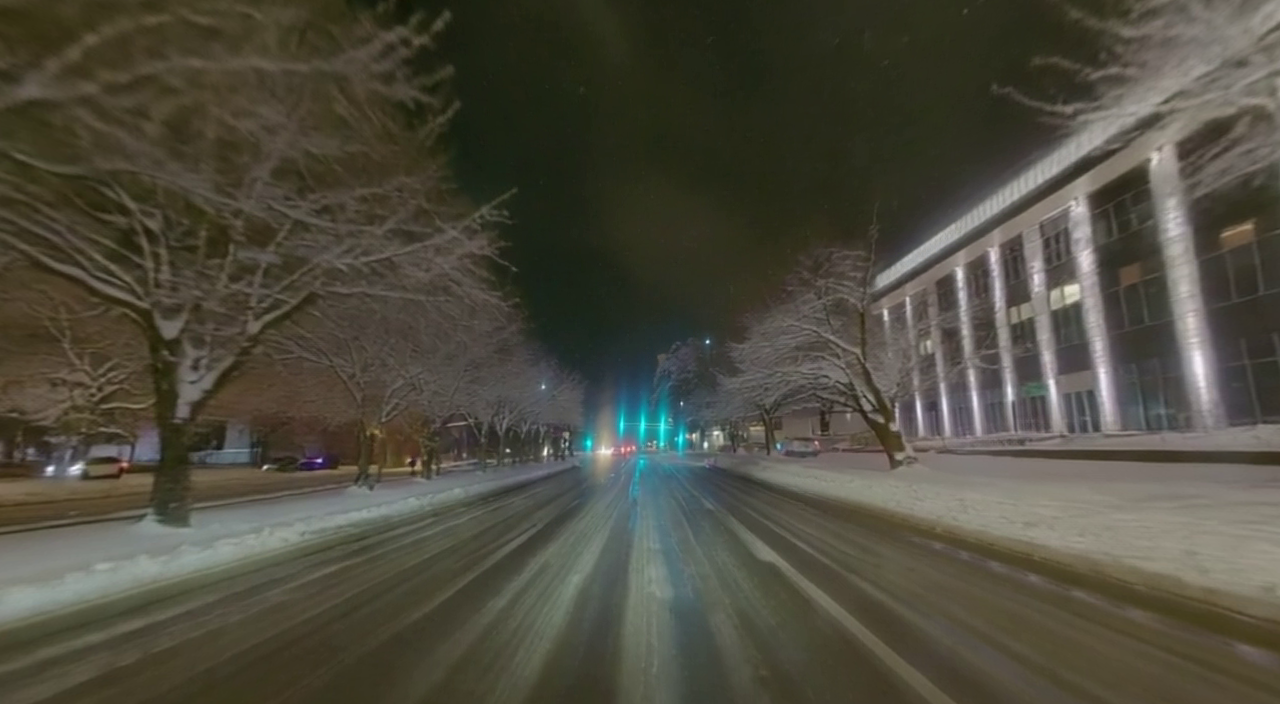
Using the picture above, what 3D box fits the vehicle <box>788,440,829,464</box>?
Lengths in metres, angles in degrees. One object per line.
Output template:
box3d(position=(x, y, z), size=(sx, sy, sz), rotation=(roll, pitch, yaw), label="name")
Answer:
box3d(position=(13.203, 7.864, 49.747), size=(2.028, 1.788, 5.064), rotation=(-1, -9, 2), label="vehicle")

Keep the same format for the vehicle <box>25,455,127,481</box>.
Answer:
box3d(position=(-35.914, 7.335, 40.193), size=(4.644, 1.465, 1.793), rotation=(8, -12, -44), label="vehicle")
